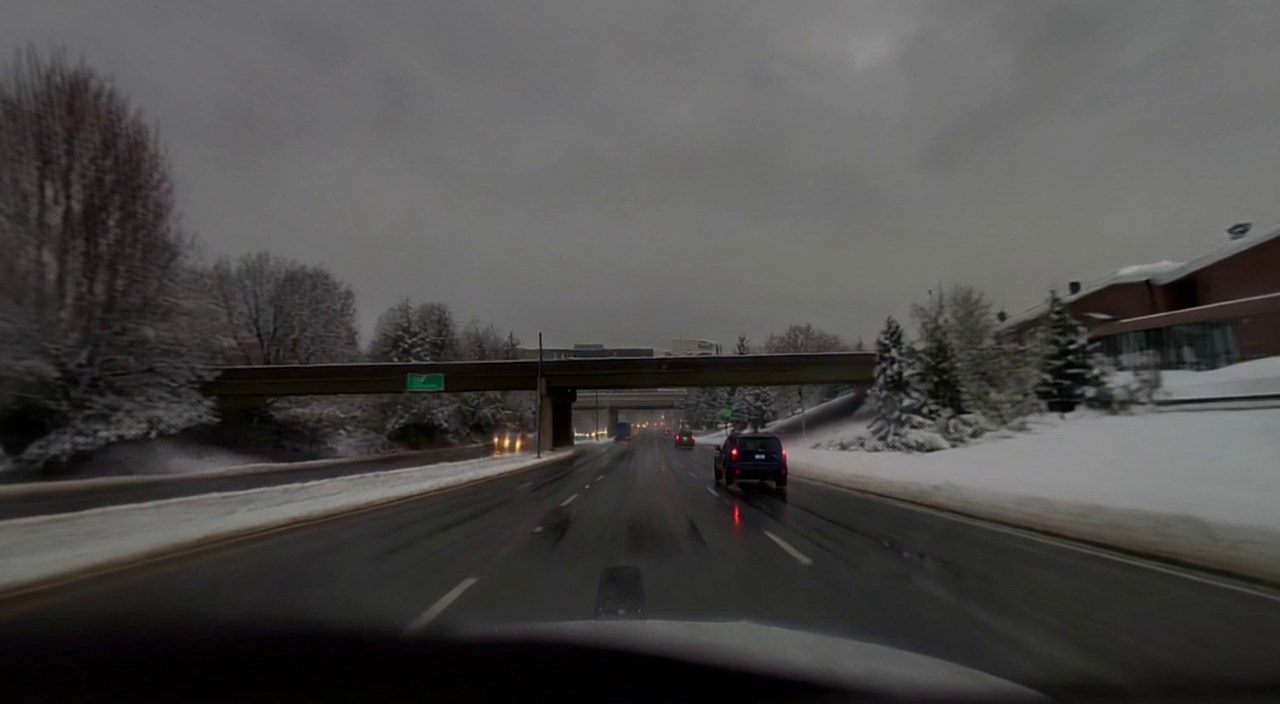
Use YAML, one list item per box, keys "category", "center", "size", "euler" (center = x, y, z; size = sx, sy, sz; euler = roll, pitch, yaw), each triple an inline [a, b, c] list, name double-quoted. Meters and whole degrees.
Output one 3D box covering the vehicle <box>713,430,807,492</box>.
- category: "vehicle"
  center: [3.639, 3.406, 20.020]
  size: [2.110, 1.712, 4.489]
  euler: [0, -9, 0]
